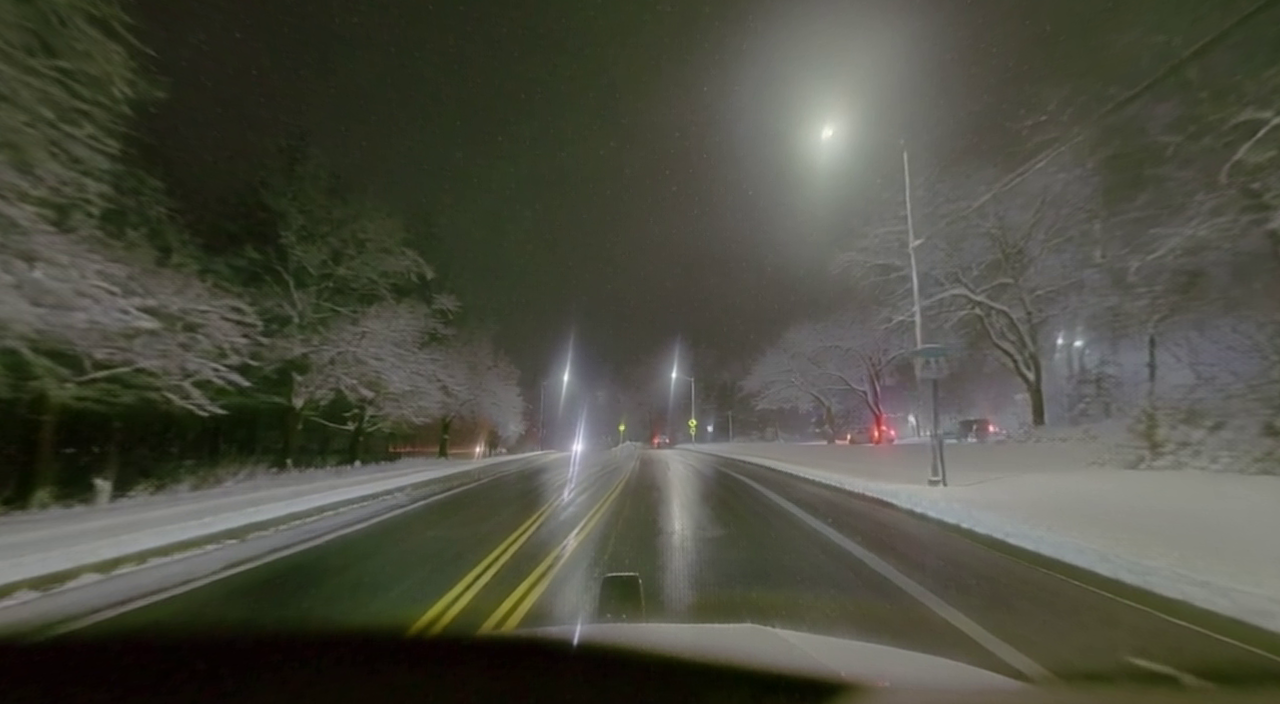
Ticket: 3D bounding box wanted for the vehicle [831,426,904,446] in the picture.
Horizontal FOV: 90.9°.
[{"bbox_3d":[17.090,6.369,47.536,4.744,1.476,1.926,0,-8,-2],"label":"vehicle"}]
